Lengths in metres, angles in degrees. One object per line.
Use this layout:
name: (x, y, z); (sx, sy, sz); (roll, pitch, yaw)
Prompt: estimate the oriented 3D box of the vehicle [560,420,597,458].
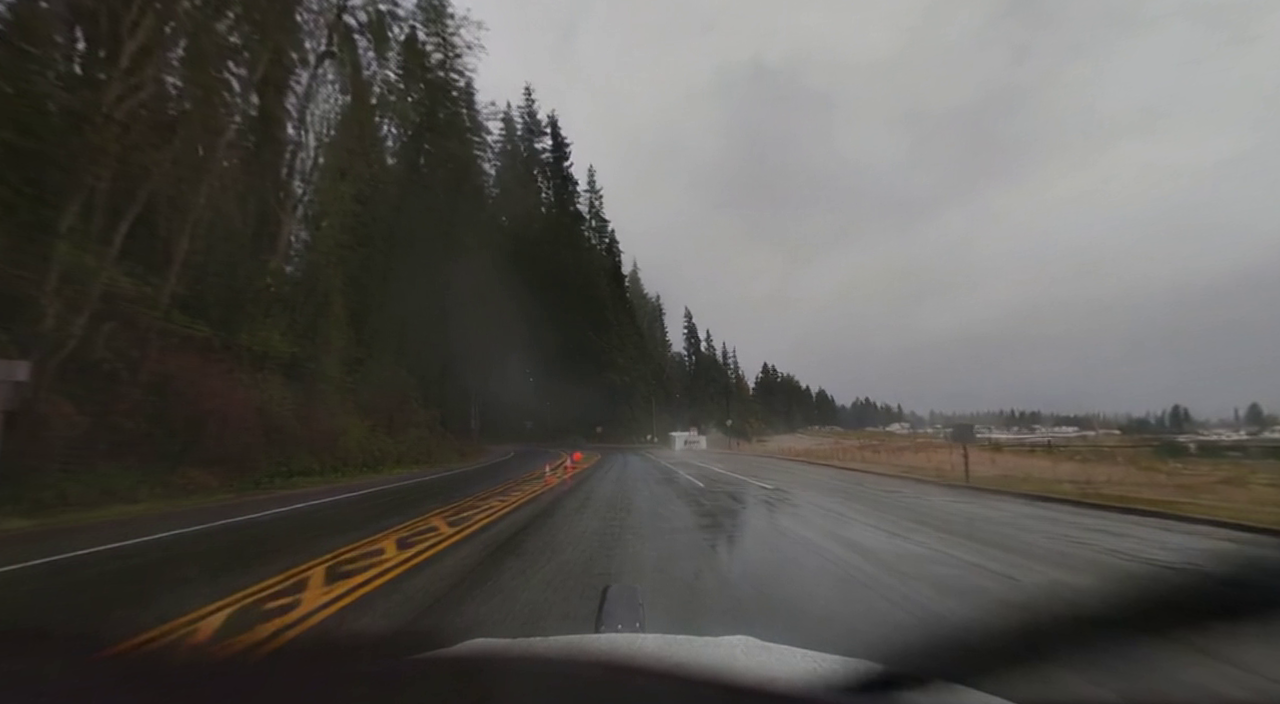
vehicle: (-4.160, 5.933, 42.968); (2.436, 2.512, 2.316); (0, -9, -4)
